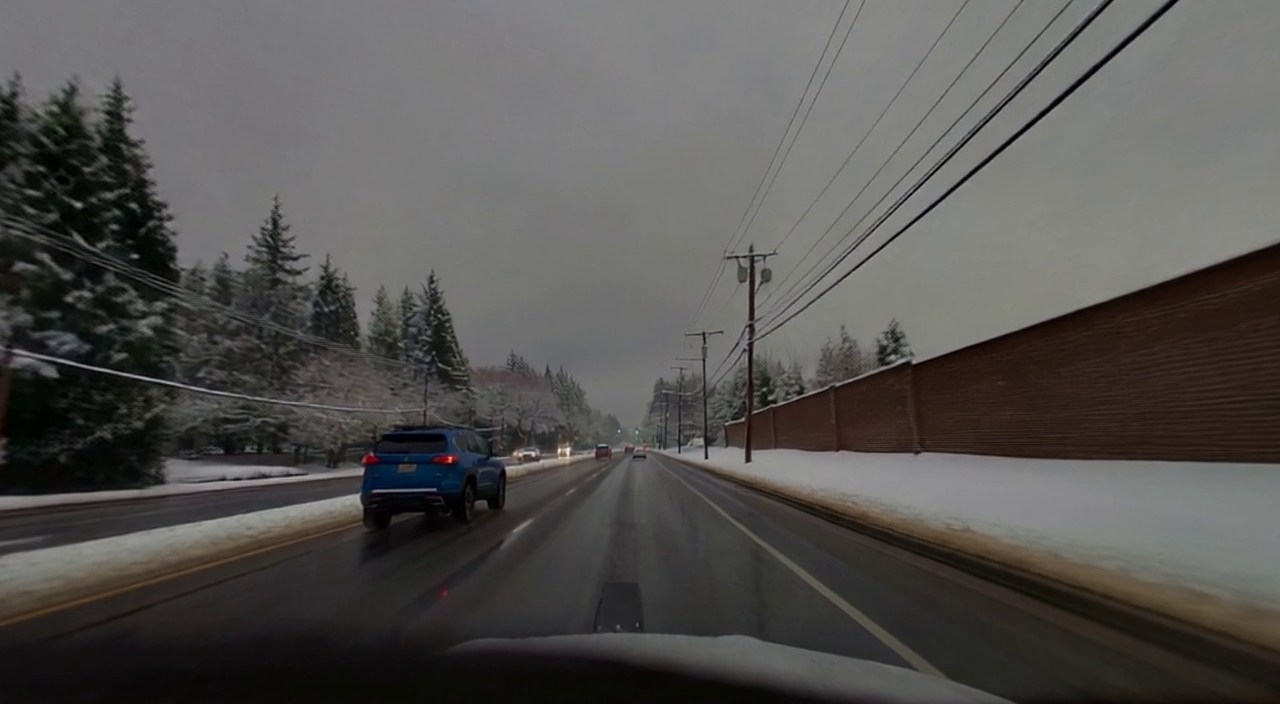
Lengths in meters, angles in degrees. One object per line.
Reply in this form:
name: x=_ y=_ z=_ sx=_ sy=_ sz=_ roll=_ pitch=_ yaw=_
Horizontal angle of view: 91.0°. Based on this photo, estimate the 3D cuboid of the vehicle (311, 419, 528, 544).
vehicle: x=-3.513 y=2.156 z=11.181 sx=2.147 sy=1.730 sz=4.555 roll=0 pitch=-8 yaw=1
